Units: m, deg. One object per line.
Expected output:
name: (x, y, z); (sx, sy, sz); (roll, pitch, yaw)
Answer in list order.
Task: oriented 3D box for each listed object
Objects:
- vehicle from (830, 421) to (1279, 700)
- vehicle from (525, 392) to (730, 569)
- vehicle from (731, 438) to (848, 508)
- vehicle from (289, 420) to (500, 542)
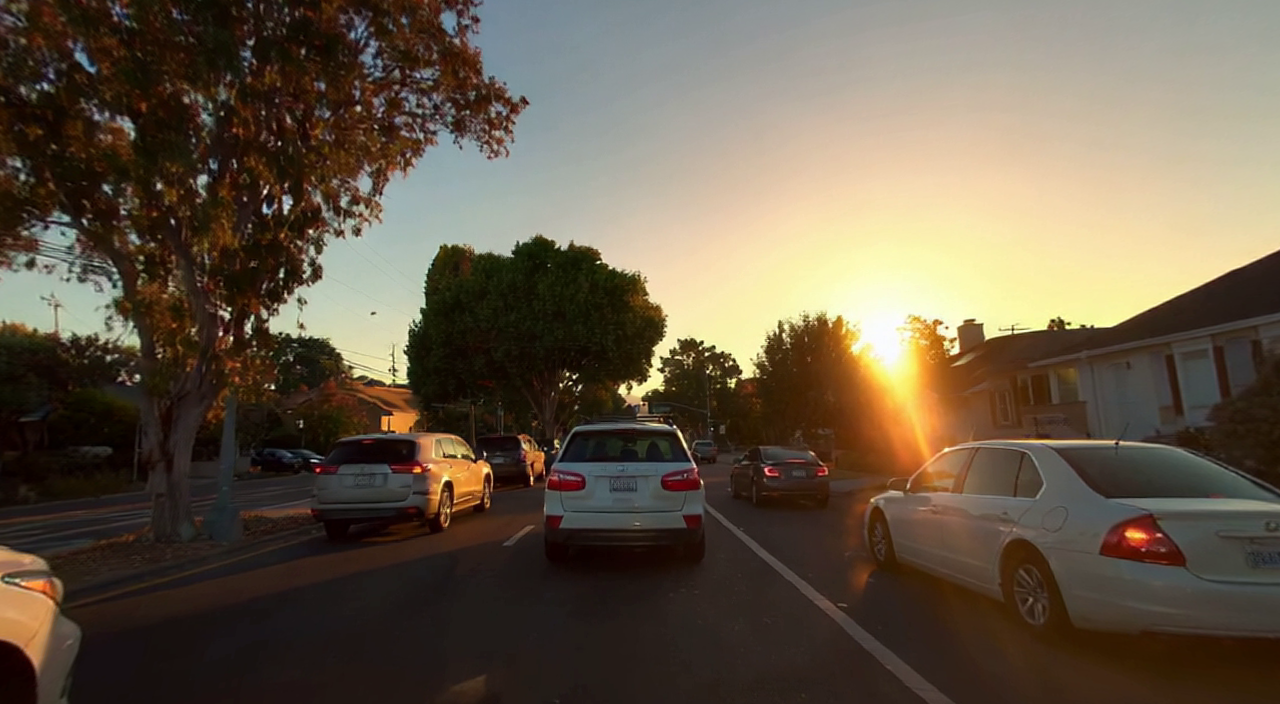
vehicle: (3.475, 1.463, 5.770); (1.977, 1.480, 4.589); (0, -8, -1)
vehicle: (-0.220, 1.671, 8.916); (2.164, 1.867, 4.254); (0, -8, -3)
vehicle: (3.498, 2.900, 15.603); (1.880, 1.476, 3.932); (0, -8, -1)
vehicle: (-3.716, 2.016, 10.528); (1.864, 1.576, 4.324); (0, -8, -2)
